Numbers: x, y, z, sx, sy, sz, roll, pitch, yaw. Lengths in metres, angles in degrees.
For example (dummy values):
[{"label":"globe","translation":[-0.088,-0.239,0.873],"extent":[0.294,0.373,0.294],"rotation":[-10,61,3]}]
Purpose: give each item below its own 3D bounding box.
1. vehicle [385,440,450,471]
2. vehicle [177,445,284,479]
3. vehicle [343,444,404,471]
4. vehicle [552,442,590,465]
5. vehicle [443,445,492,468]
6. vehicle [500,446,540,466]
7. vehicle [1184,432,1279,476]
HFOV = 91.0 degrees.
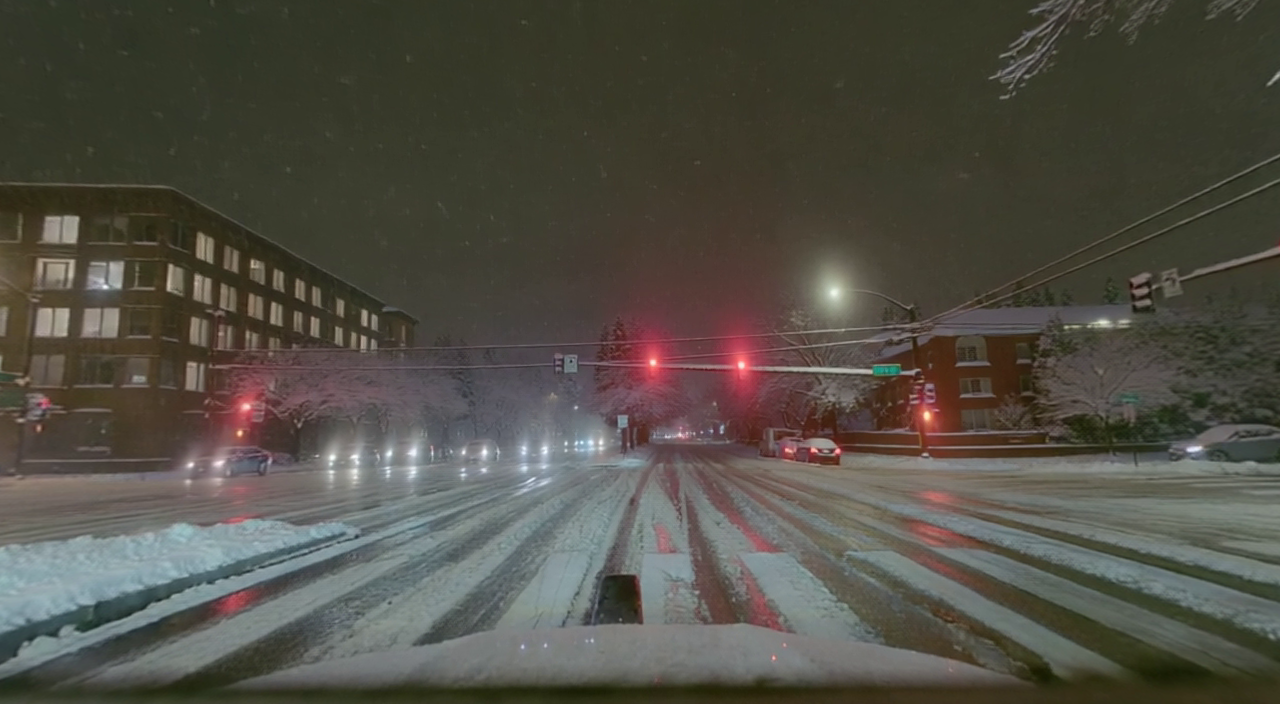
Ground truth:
[{"label":"vehicle","translation":[-15.108,7.041,43.158],"extent":[2.340,1.946,5.450],"rotation":[0,-9,2]},{"label":"vehicle","translation":[-23.581,6.311,36.505],"extent":[2.032,1.839,4.884],"rotation":[-3,-9,18]},{"label":"vehicle","translation":[-18.552,7.352,44.022],"extent":[2.237,1.801,4.541],"rotation":[0,-9,1]},{"label":"vehicle","translation":[-4.517,6.713,41.676],"extent":[1.954,1.431,4.050],"rotation":[-1,-9,2]},{"label":"vehicle","translation":[-11.625,7.069,42.691],"extent":[1.911,1.476,4.297],"rotation":[-1,-9,2]},{"label":"vehicle","translation":[-8.087,7.009,42.610],"extent":[1.910,1.321,3.692],"rotation":[0,-9,2]},{"label":"vehicle","translation":[22.322,3.577,22.227],"extent":[4.474,1.477,1.908],"rotation":[0,-9,-2]}]
